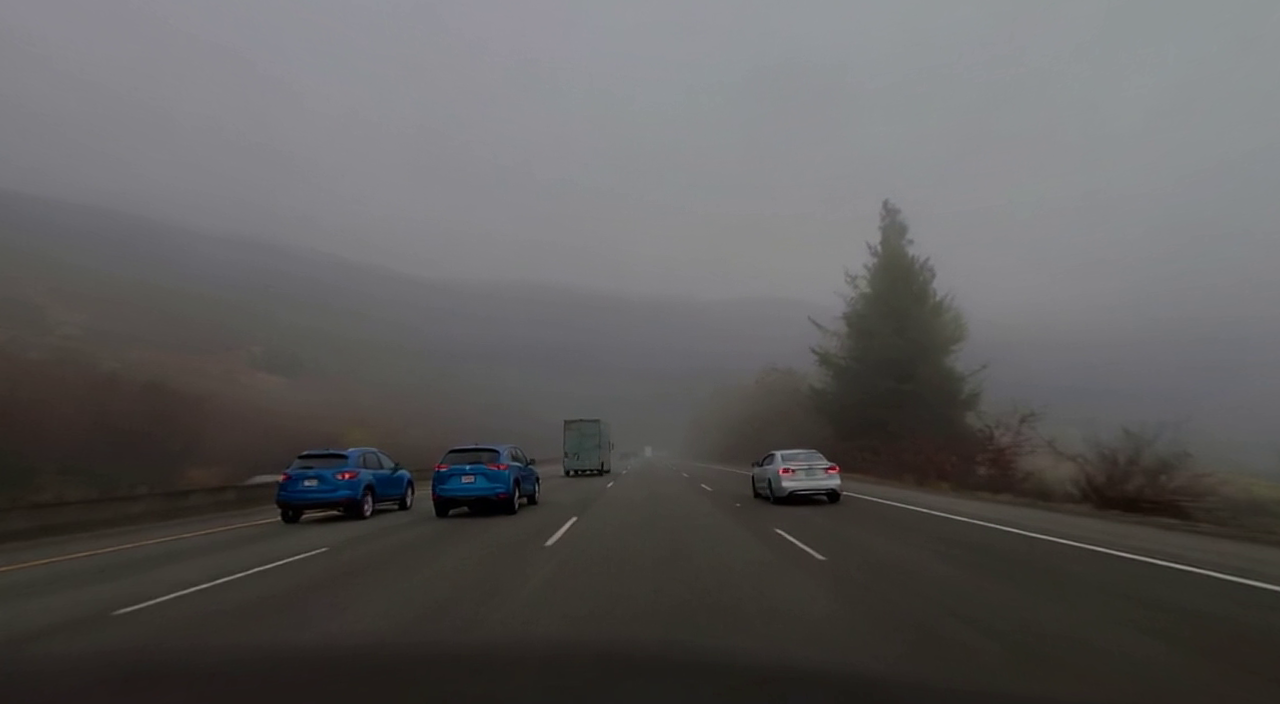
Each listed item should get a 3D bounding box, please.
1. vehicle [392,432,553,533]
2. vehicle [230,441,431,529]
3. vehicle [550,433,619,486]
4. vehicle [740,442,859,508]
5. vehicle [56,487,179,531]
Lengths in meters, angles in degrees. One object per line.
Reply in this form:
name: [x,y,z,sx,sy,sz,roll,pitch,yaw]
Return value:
vehicle: [-3.206,2.592,13.085,2.080,1.716,4.207,0,-9,2]
vehicle: [-6.588,2.860,14.194,2.084,1.639,4.648,0,-9,1]
vehicle: [-2.388,4.860,28.805,2.494,2.136,5.539,0,-9,2]
vehicle: [4.201,3.321,17.478,2.071,1.570,4.637,0,-9,0]
vehicle: [-24.423,7.337,29.685,1.835,1.544,4.610,0,-8,0]
